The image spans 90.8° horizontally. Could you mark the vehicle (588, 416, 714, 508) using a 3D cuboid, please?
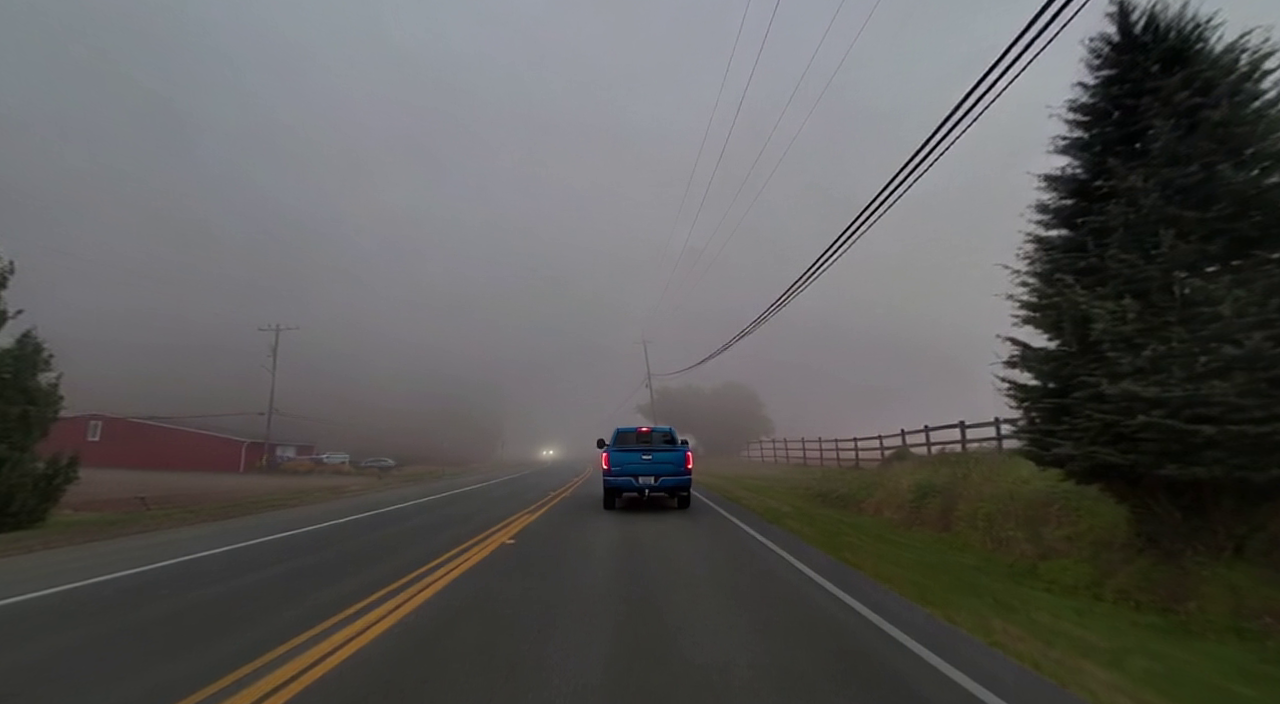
[{"bbox_3d":[0.146,2.817,16.712,2.693,1.941,6.356,0,-8,-2],"label":"vehicle"}]
